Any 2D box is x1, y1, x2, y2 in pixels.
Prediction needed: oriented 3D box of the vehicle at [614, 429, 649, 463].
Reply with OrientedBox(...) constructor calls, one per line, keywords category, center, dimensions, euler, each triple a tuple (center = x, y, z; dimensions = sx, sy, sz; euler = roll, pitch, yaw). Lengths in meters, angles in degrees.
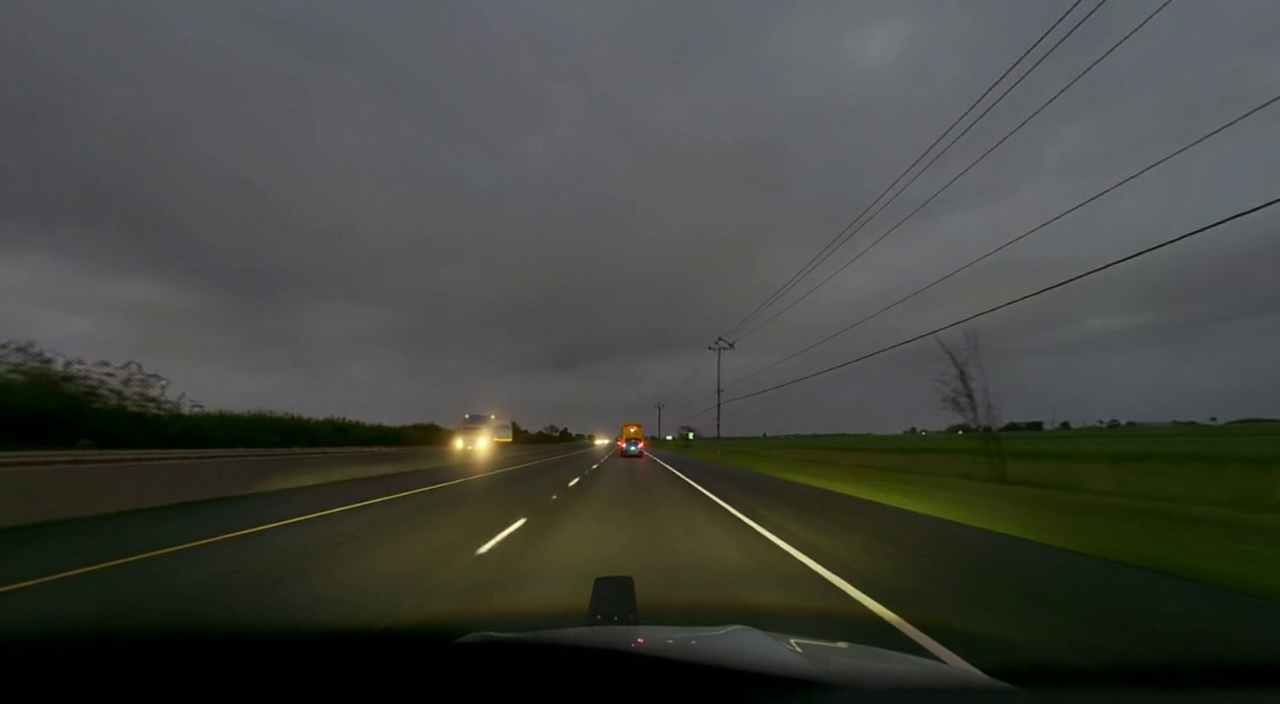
OrientedBox(category="vehicle", center=(-0.605, 6.320, 42.469), dimensions=(2.240, 2.129, 4.480), euler=(0, -8, -2))
